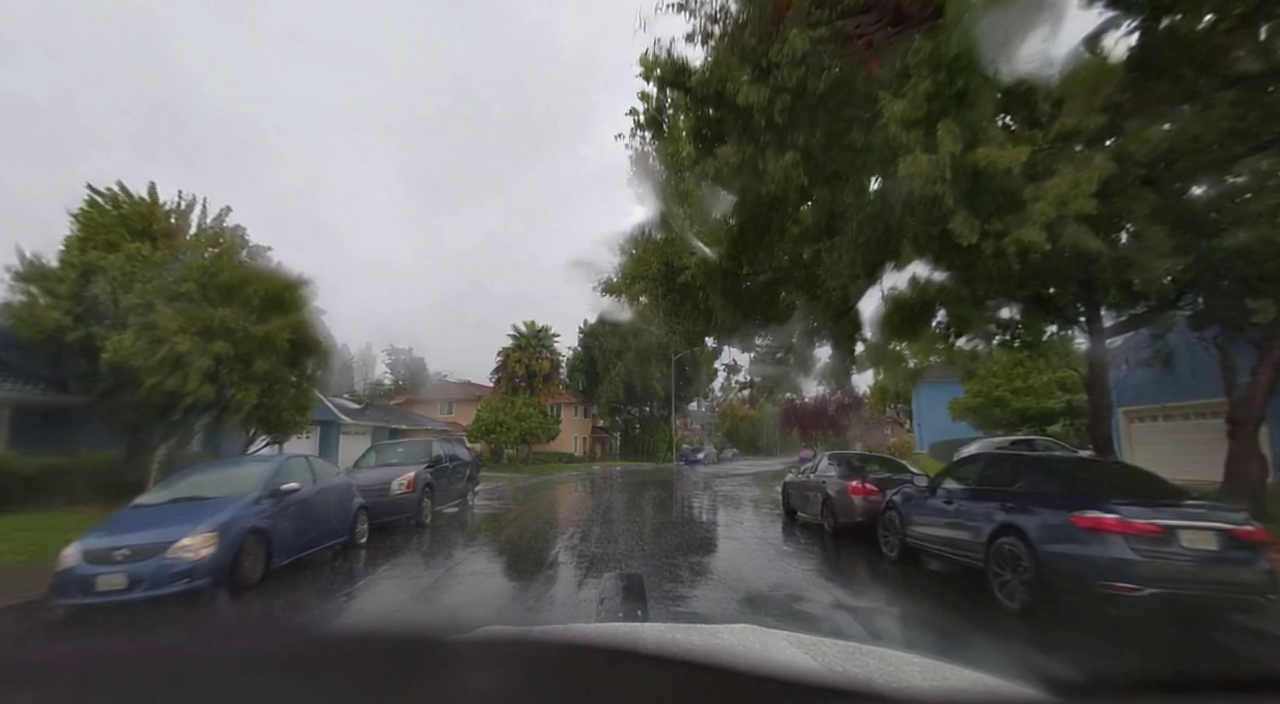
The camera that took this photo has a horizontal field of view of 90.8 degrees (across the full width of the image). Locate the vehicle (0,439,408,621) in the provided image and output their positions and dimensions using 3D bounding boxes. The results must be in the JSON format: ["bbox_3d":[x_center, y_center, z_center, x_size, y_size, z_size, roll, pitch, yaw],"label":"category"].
[{"bbox_3d":[-4.755,1.907,7.969,1.925,1.468,5.089,-2,-9,-2],"label":"vehicle"}]

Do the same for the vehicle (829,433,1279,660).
[{"bbox_3d":[3.753,1.667,6.645,1.946,1.484,4.654,0,-9,-2],"label":"vehicle"}]
